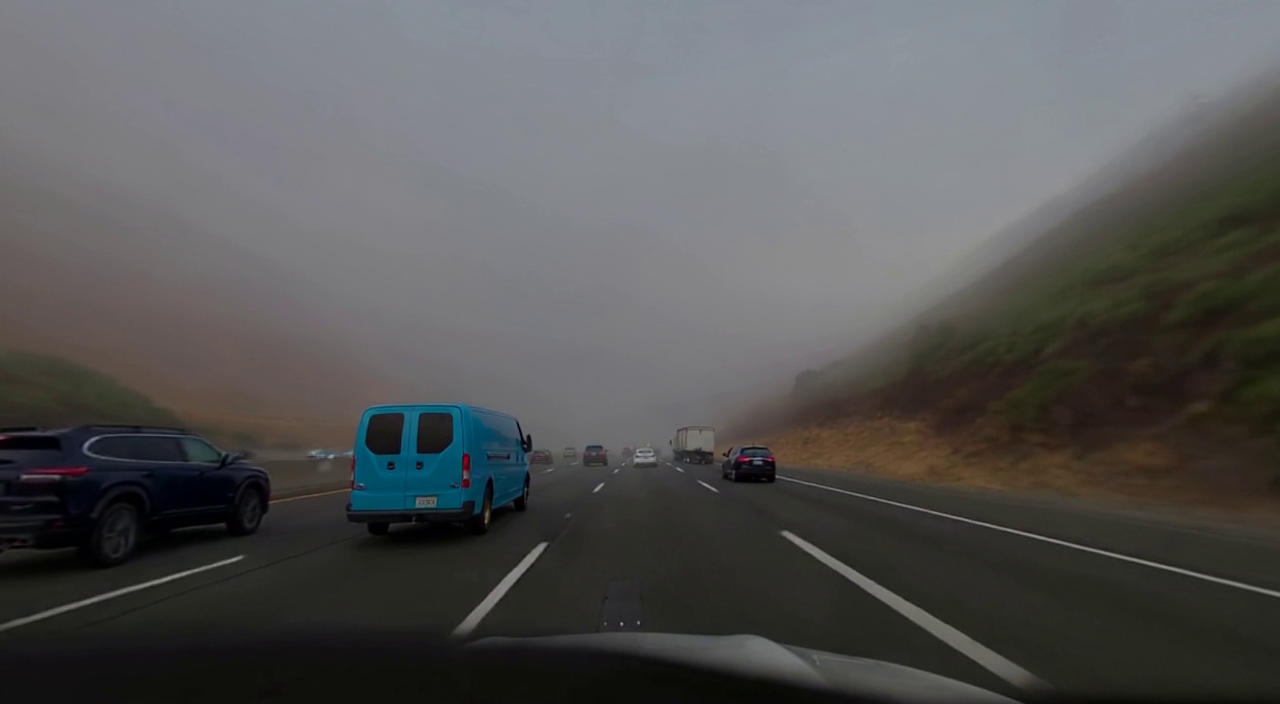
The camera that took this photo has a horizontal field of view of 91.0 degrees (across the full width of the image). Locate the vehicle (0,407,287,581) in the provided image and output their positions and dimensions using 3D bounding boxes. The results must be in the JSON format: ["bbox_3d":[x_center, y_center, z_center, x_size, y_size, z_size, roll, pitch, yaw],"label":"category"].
[{"bbox_3d":[-7.372,1.787,8.745,2.054,1.715,4.928,0,-9,0],"label":"vehicle"}]

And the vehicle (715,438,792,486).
[{"bbox_3d":[4.131,4.076,23.576,2.051,1.598,4.145,0,-9,-1],"label":"vehicle"}]

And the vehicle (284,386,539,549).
[{"bbox_3d":[-3.578,2.013,11.521,2.421,2.203,5.775,0,-9,1],"label":"vehicle"}]

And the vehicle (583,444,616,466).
[{"bbox_3d":[-3.048,7.892,48.275,2.138,1.581,4.340,0,-9,1],"label":"vehicle"}]

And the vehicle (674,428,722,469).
[{"bbox_3d":[4.153,7.205,46.994,2.877,2.730,7.831,0,-9,0],"label":"vehicle"}]

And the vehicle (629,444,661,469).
[{"bbox_3d":[0.344,6.811,41.185,2.014,1.543,3.804,0,-9,0],"label":"vehicle"}]
